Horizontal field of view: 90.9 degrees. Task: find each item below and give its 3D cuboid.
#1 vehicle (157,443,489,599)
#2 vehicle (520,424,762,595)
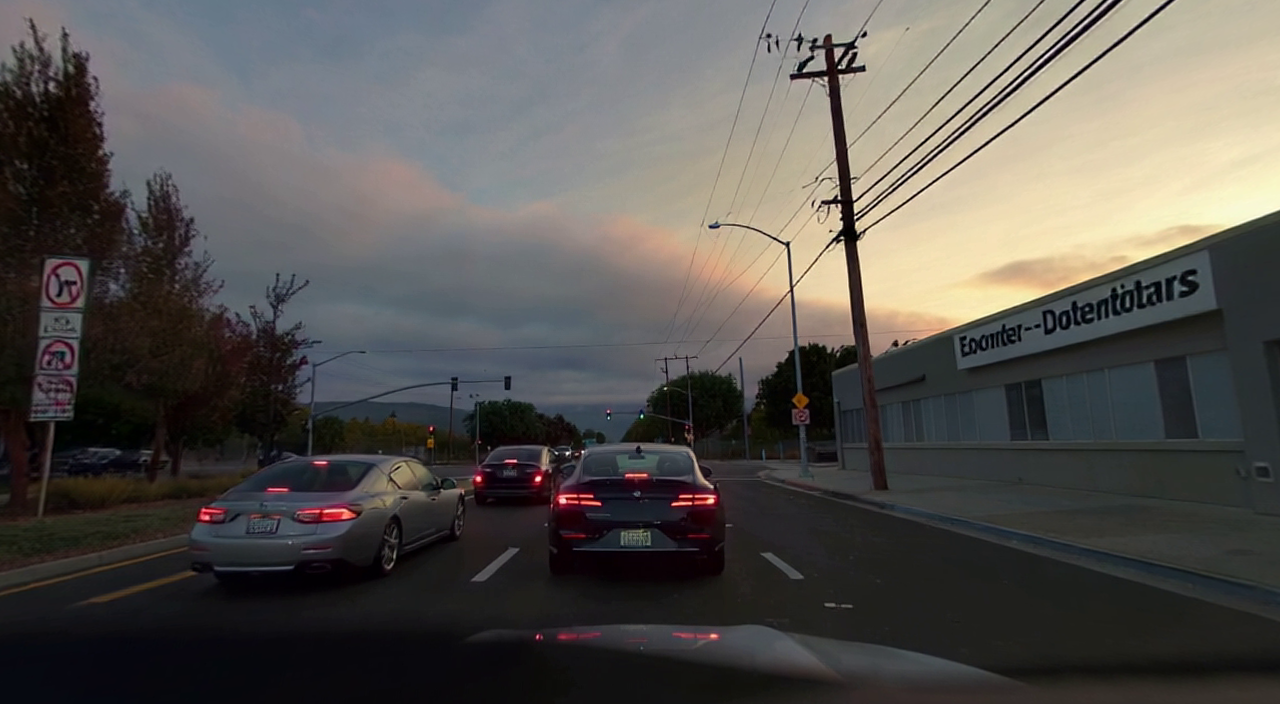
[{"bbox_3d":[-3.227,1.762,7.485,1.765,1.319,4.013,0,-9,2],"label":"vehicle"},{"bbox_3d":[-0.005,1.678,7.550,2.101,1.469,3.955,0,-9,0],"label":"vehicle"}]
